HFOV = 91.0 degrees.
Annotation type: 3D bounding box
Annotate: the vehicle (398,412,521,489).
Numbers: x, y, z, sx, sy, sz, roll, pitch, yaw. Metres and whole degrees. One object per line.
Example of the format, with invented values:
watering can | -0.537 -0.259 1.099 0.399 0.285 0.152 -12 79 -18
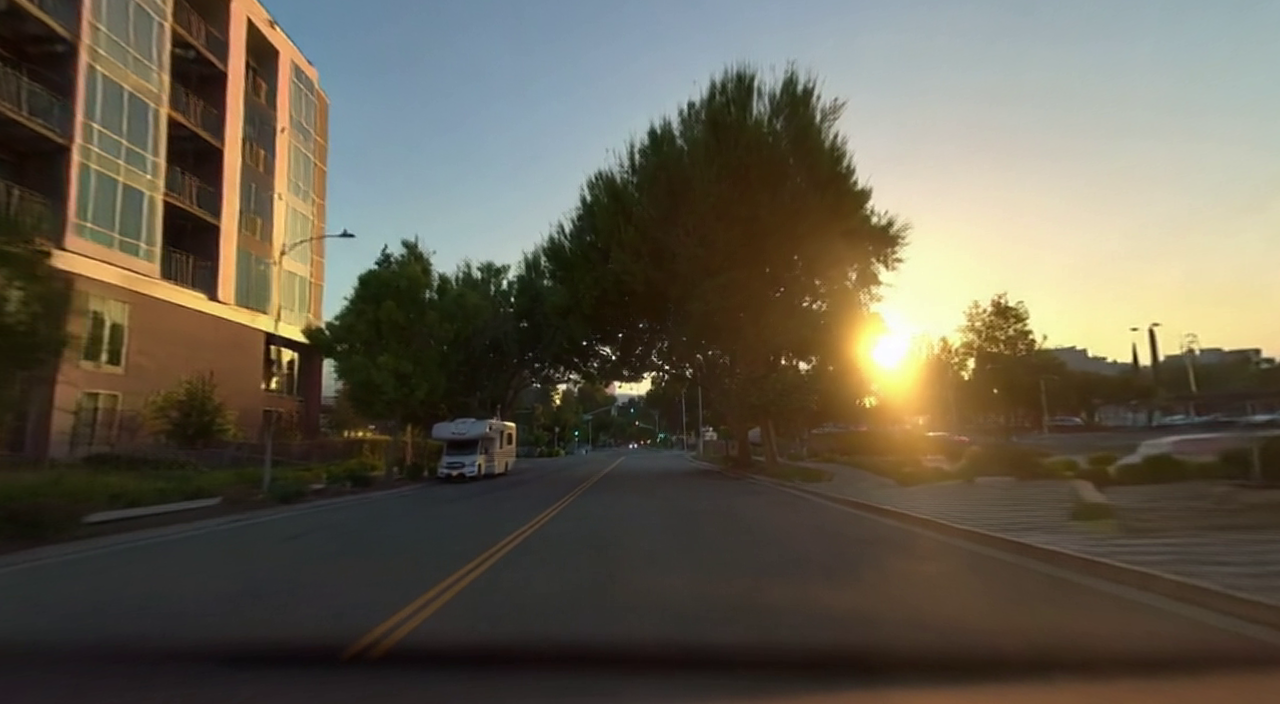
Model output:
vehicle | -7.326 4.132 26.931 3.108 2.771 7.999 0 -8 -2
